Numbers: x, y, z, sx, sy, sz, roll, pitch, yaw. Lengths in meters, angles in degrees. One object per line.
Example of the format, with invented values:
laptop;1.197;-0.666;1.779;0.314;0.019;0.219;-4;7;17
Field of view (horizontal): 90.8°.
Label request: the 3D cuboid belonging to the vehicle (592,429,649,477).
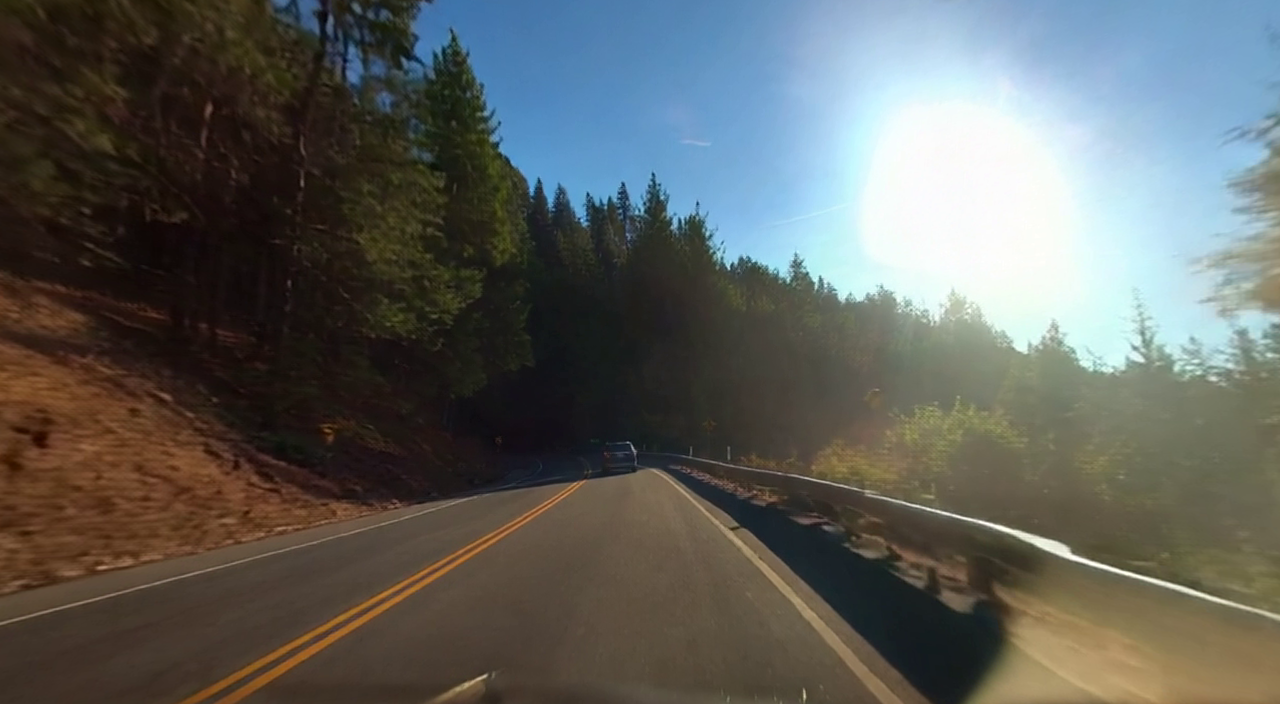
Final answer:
vehicle;-1.020;4.946;31.061;2.469;1.953;5.605;-3;-8;-3
